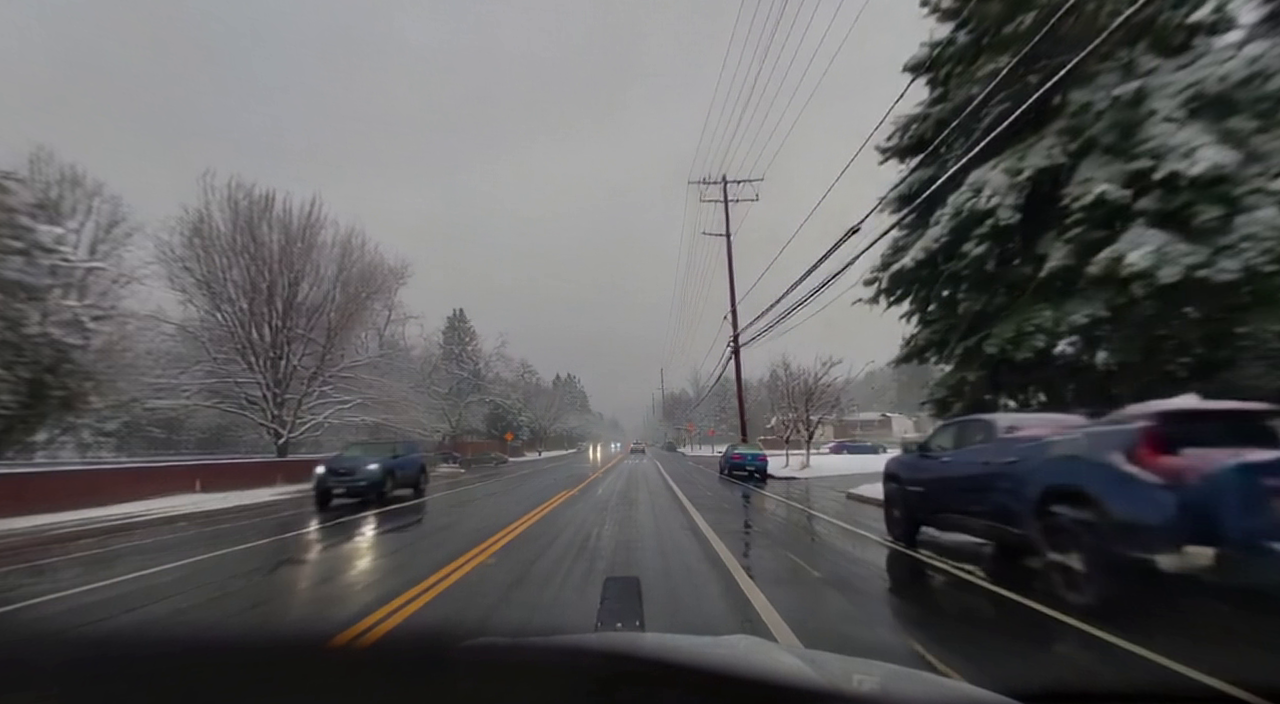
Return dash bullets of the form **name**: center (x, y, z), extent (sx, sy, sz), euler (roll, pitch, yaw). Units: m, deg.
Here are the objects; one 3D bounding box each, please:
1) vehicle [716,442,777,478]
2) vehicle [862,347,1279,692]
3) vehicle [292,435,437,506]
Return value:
- **vehicle**: center (4.766, 4.879, 28.903), extent (1.987, 1.479, 4.562), euler (0, -8, 0)
- **vehicle**: center (4.722, 1.408, 6.856), extent (2.335, 1.972, 6.368), euler (0, -8, 0)
- **vehicle**: center (-7.444, 3.230, 17.695), extent (1.989, 1.706, 4.495), euler (0, -8, 1)
